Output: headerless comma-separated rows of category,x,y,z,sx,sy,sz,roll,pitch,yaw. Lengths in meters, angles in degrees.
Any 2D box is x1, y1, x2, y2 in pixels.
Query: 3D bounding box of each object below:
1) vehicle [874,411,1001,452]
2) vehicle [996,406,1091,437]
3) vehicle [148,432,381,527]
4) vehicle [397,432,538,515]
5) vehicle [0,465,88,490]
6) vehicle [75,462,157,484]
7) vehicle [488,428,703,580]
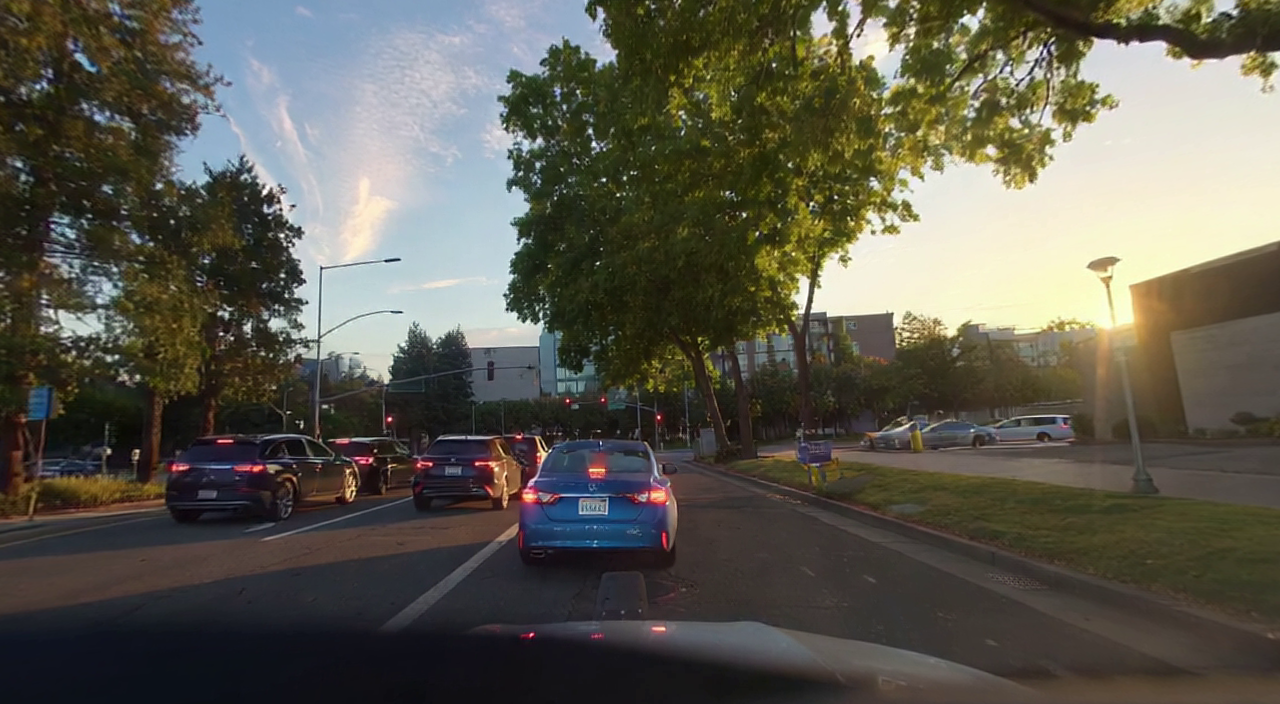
vehicle,13.932,3.774,29.831,4.975,1.809,1.956,0,-9,1
vehicle,28.506,4.950,44.891,5.333,1.880,2.130,-7,-9,26
vehicle,-7.284,2.505,12.944,2.096,1.593,4.288,0,-9,1
vehicle,-3.631,2.637,14.148,1.969,1.570,4.019,0,-9,1
vehicle,-36.618,7.634,38.536,4.093,1.440,1.804,0,-9,0
vehicle,-36.354,8.368,43.886,3.918,1.423,1.861,0,-9,-1
vehicle,-0.423,1.797,8.234,2.104,1.472,3.946,0,-9,0
